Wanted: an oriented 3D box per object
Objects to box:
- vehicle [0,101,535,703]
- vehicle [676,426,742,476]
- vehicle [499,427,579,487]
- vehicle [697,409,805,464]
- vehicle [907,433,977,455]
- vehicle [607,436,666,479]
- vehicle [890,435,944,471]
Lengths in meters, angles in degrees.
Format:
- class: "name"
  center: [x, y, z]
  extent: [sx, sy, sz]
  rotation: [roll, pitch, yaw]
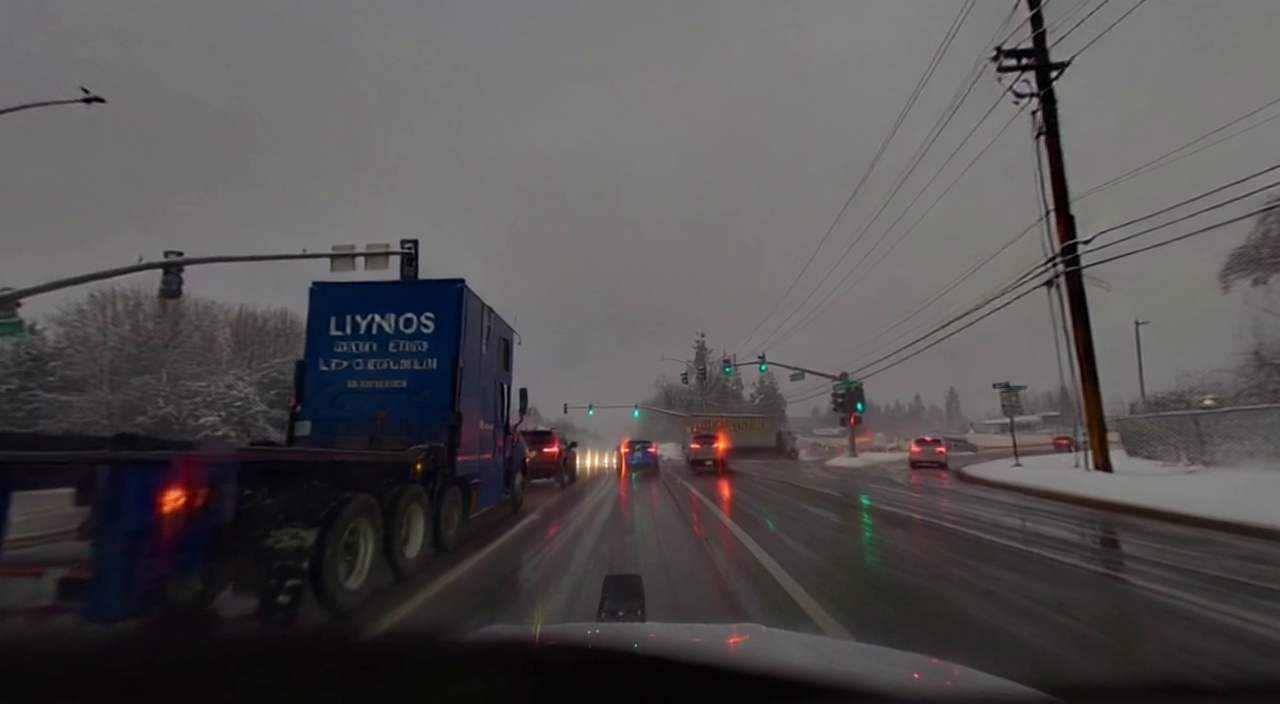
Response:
- class: "vehicle"
  center: [-3.418, 0.758, 7.612]
  extent: [2.889, 3.347, 8.285]
  rotation: [0, -8, 0]
- class: "vehicle"
  center: [2.722, 4.054, 26.010]
  extent: [2.086, 1.849, 4.607]
  rotation: [0, -8, -2]
- class: "vehicle"
  center: [-3.286, 3.531, 21.514]
  extent: [1.994, 1.806, 4.564]
  rotation: [0, -8, 0]
- class: "vehicle"
  center: [7.475, 5.689, 42.647]
  extent: [6.670, 3.450, 2.666]
  rotation: [3, -9, -22]
- class: "vehicle"
  center: [23.729, 7.238, 49.664]
  extent: [5.208, 1.624, 1.927]
  rotation: [3, -9, -24]
- class: "vehicle"
  center: [-0.167, 4.045, 24.545]
  extent: [2.117, 1.499, 4.036]
  rotation: [0, -8, -1]
- class: "vehicle"
  center: [14.026, 5.045, 31.863]
  extent: [2.102, 1.662, 4.533]
  rotation: [-4, -9, 27]
